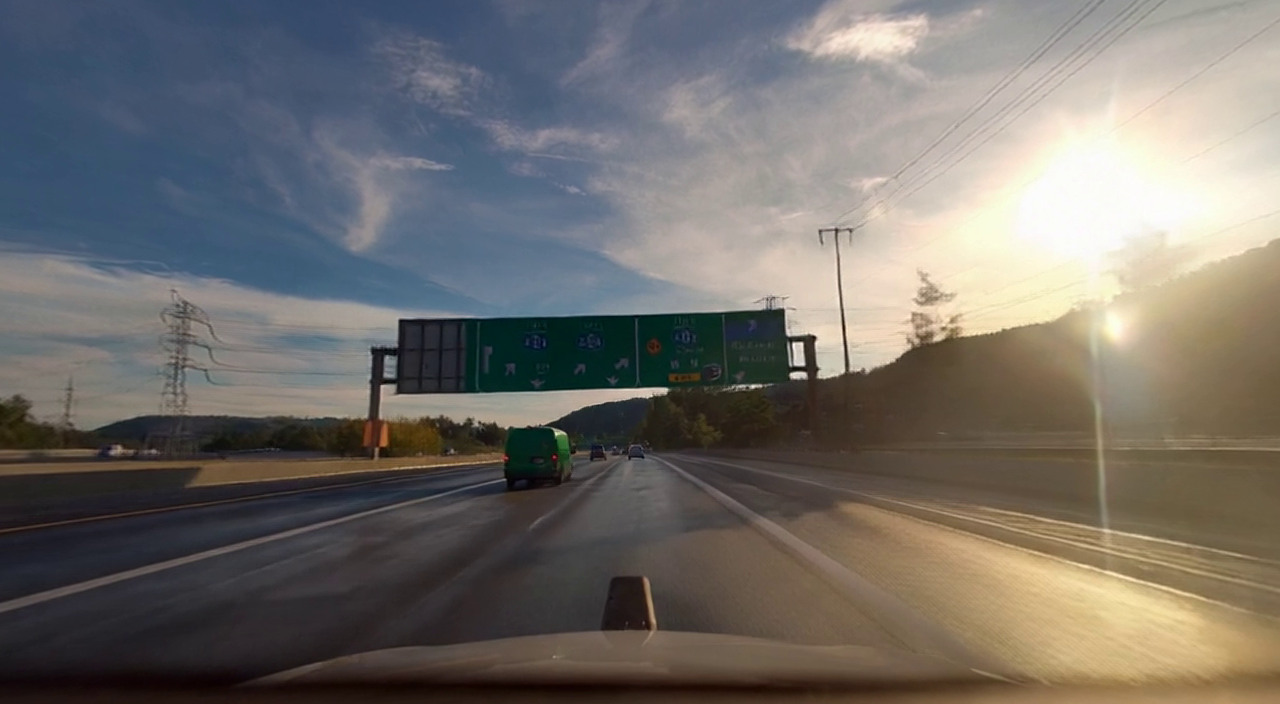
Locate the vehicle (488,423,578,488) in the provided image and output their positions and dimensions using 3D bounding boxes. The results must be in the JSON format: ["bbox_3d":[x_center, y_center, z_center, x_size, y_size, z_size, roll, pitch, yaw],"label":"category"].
[{"bbox_3d":[-3.561,3.557,21.938,2.281,2.025,4.586,0,-8,0],"label":"vehicle"}]
